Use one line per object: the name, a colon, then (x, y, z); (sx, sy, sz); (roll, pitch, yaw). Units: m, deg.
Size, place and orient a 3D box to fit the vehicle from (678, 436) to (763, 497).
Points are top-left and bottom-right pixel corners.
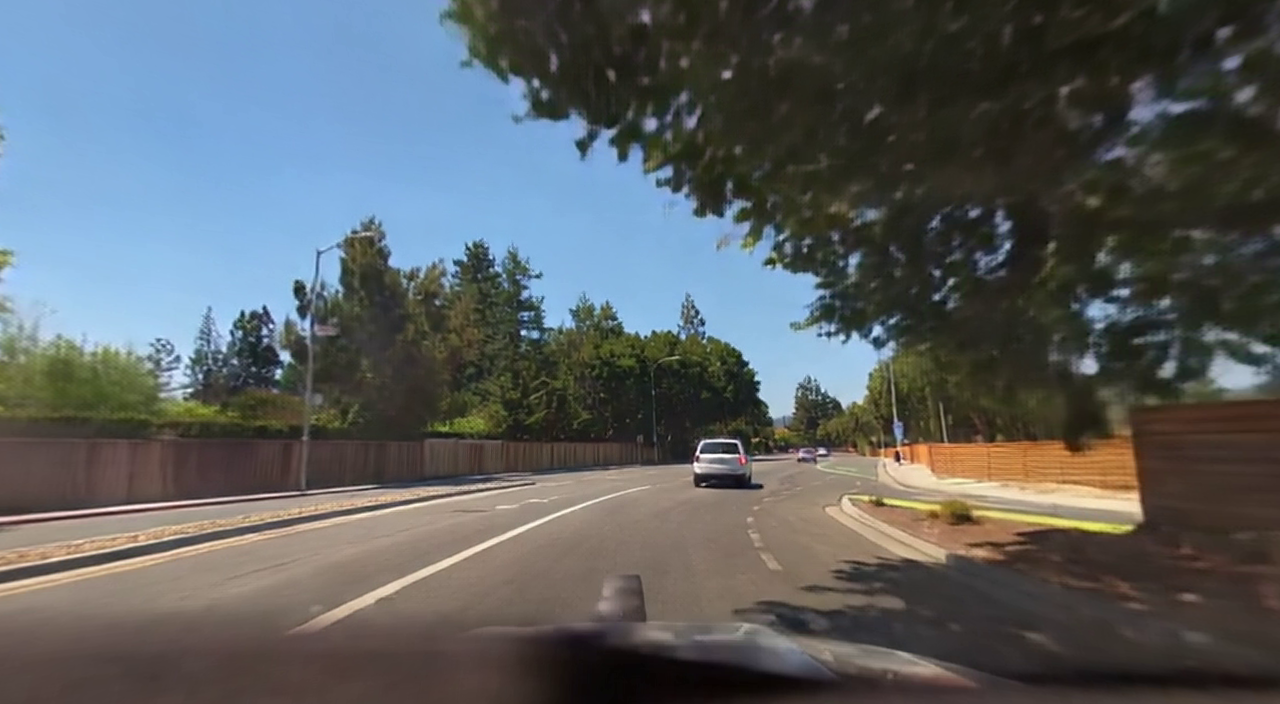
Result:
vehicle: (2.888, 3.853, 21.720); (2.230, 1.827, 4.580); (-2, -9, 15)
